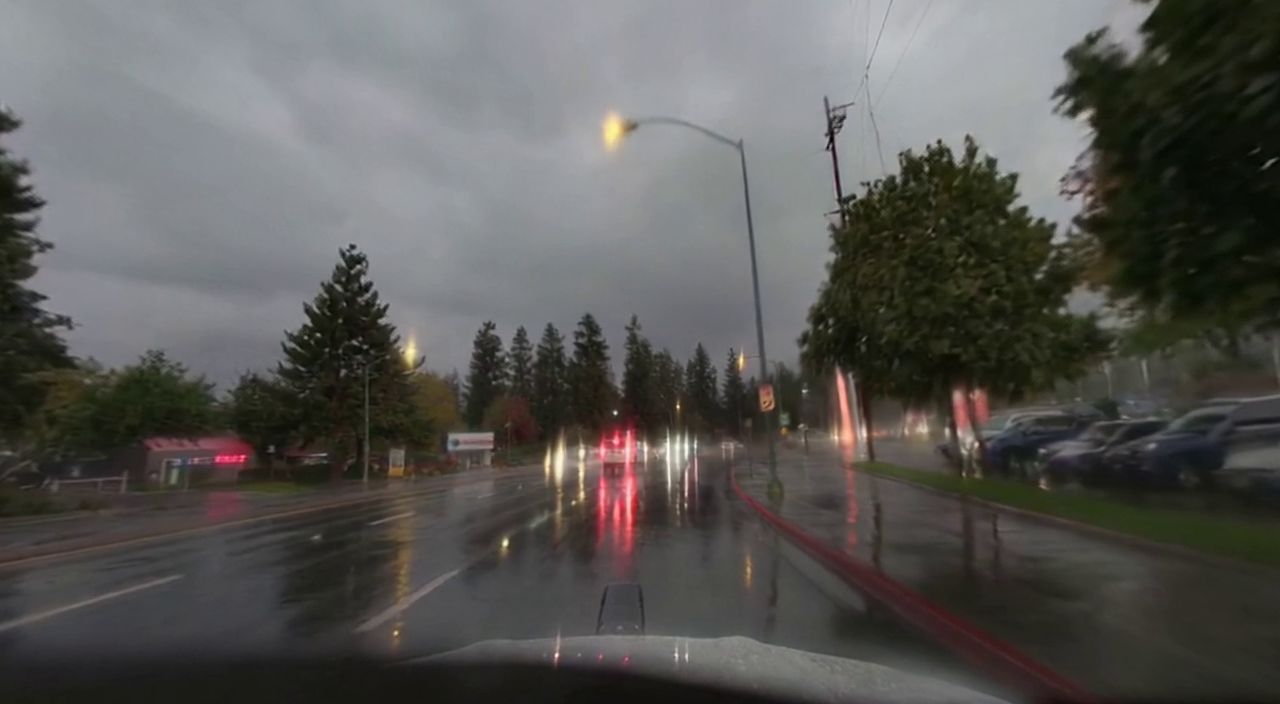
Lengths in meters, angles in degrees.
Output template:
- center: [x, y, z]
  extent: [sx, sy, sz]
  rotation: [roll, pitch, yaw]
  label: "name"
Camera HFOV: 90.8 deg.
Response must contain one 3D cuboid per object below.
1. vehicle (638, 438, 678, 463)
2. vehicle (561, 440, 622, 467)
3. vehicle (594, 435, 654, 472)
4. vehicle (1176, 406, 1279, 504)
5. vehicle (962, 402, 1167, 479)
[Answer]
- center: [1.284, 6.853, 43.980]
  extent: [2.002, 1.664, 4.113]
  rotation: [-2, -9, 13]
  label: "vehicle"
- center: [-3.265, 6.696, 41.694]
  extent: [1.799, 1.682, 4.637]
  rotation: [6, -11, -37]
  label: "vehicle"
- center: [-0.754, 5.359, 33.612]
  extent: [2.168, 1.783, 4.695]
  rotation: [-3, -9, 11]
  label: "vehicle"
- center: [11.794, 1.630, 10.155]
  extent: [4.423, 1.455, 2.034]
  rotation: [-1, -9, 1]
  label: "vehicle"
- center: [12.399, 2.633, 18.745]
  extent: [4.408, 1.682, 2.040]
  rotation: [-7, -9, 1]
  label: "vehicle"
